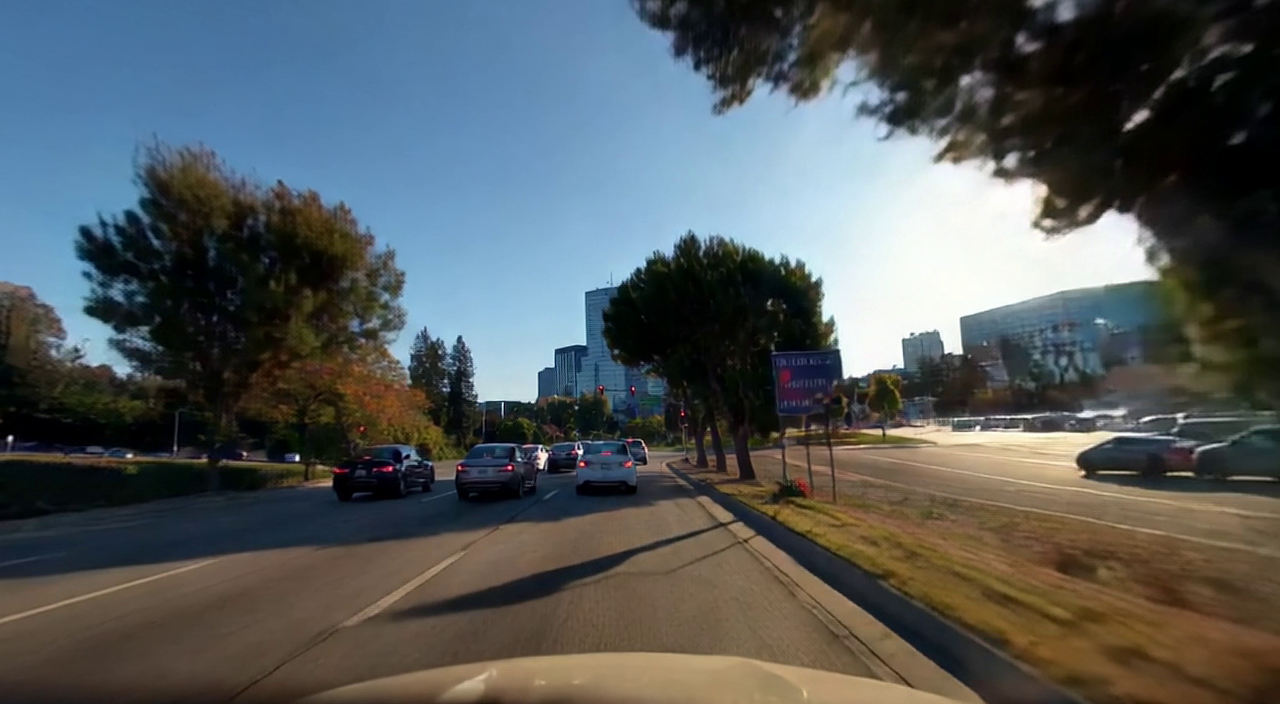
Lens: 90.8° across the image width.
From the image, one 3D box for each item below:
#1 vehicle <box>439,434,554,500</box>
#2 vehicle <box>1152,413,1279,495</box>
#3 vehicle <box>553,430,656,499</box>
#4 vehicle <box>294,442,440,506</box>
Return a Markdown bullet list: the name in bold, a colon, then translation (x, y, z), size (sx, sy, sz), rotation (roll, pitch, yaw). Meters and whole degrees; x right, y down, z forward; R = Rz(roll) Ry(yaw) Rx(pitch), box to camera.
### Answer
- **vehicle**: translation (-3.561, 2.953, 16.635), size (1.920, 1.480, 4.549), rotation (0, -9, 1)
- **vehicle**: translation (14.687, 2.373, 14.881), size (4.350, 1.675, 2.245), rotation (4, -9, -25)
- **vehicle**: translation (-0.789, 2.776, 15.971), size (2.231, 1.481, 4.489), rotation (0, -9, 0)
- **vehicle**: translation (-7.021, 3.156, 16.844), size (1.852, 1.458, 4.422), rotation (0, -9, 1)
